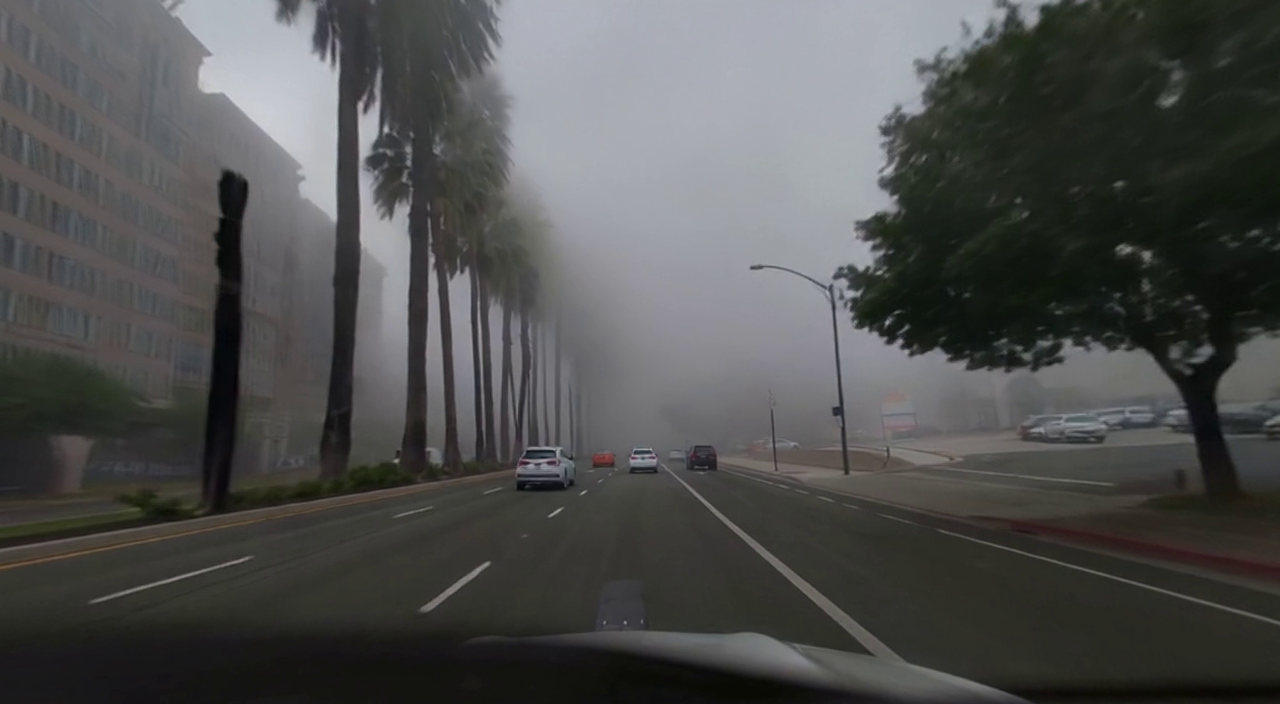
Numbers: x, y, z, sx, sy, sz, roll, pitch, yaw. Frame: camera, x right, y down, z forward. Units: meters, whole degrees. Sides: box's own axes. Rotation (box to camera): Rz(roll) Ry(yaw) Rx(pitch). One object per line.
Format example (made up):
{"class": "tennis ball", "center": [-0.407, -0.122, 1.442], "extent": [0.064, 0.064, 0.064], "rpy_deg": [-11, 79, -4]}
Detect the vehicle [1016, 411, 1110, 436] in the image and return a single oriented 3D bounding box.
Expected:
{"class": "vehicle", "center": [27.791, 4.772, 41.569], "extent": [1.663, 1.499, 4.774], "rpy_deg": [5, -10, -31]}

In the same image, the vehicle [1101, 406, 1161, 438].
{"class": "vehicle", "center": [24.341, 3.551, 31.373], "extent": [1.815, 1.441, 3.985], "rpy_deg": [-6, -10, 31]}

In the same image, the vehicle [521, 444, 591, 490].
{"class": "vehicle", "center": [-3.006, 4.235, 23.593], "extent": [1.908, 1.505, 4.369], "rpy_deg": [-1, -9, 2]}

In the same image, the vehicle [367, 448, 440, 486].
{"class": "vehicle", "center": [-11.521, 5.596, 31.064], "extent": [1.886, 1.706, 4.209], "rpy_deg": [-1, -9, 1]}

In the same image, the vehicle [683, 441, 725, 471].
{"class": "vehicle", "center": [4.018, 6.603, 40.175], "extent": [2.108, 1.785, 4.334], "rpy_deg": [0, -8, -1]}

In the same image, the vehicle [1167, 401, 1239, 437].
{"class": "vehicle", "center": [27.577, 3.366, 31.001], "extent": [1.781, 1.592, 3.879], "rpy_deg": [-5, -10, 30]}

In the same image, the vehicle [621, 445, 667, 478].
{"class": "vehicle", "center": [0.198, 5.411, 31.360], "extent": [2.147, 1.507, 3.953], "rpy_deg": [0, -8, 0]}
